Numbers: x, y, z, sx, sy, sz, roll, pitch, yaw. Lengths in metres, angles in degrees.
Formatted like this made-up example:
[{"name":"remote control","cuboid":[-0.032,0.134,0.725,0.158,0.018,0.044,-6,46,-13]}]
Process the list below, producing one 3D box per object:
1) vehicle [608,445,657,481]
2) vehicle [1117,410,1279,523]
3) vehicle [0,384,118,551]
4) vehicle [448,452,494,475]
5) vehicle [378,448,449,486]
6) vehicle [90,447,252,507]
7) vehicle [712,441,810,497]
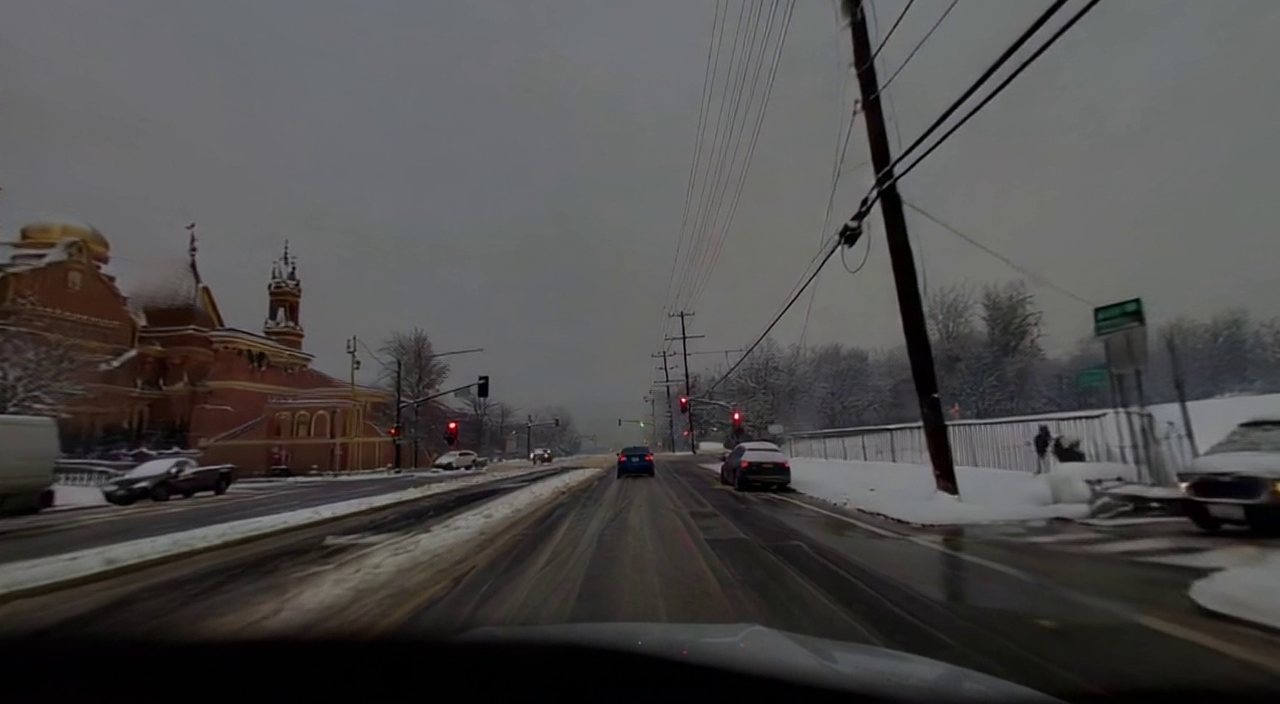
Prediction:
[{"name":"vehicle","cuboid":[-0.338,4.902,28.263,2.049,1.453,4.299,0,-8,-1]},{"name":"vehicle","cuboid":[10.433,1.633,9.807,4.340,1.507,1.936,-4,-8,1]},{"name":"vehicle","cuboid":[-12.042,1.880,9.592,2.961,2.739,6.276,-4,-8,-1]},{"name":"vehicle","cuboid":[-12.301,8.164,46.329,1.980,1.502,4.655,0,-8,1]},{"name":"vehicle","cuboid":[-12.442,6.302,35.102,2.071,1.814,5.185,-3,-8,0]},{"name":"vehicle","cuboid":[-18.668,4.957,25.315,4.888,1.920,2.055,-4,-9,0]},{"name":"vehicle","cuboid":[3.628,3.604,19.877,1.944,1.530,4.539,0,-8,-3]}]
